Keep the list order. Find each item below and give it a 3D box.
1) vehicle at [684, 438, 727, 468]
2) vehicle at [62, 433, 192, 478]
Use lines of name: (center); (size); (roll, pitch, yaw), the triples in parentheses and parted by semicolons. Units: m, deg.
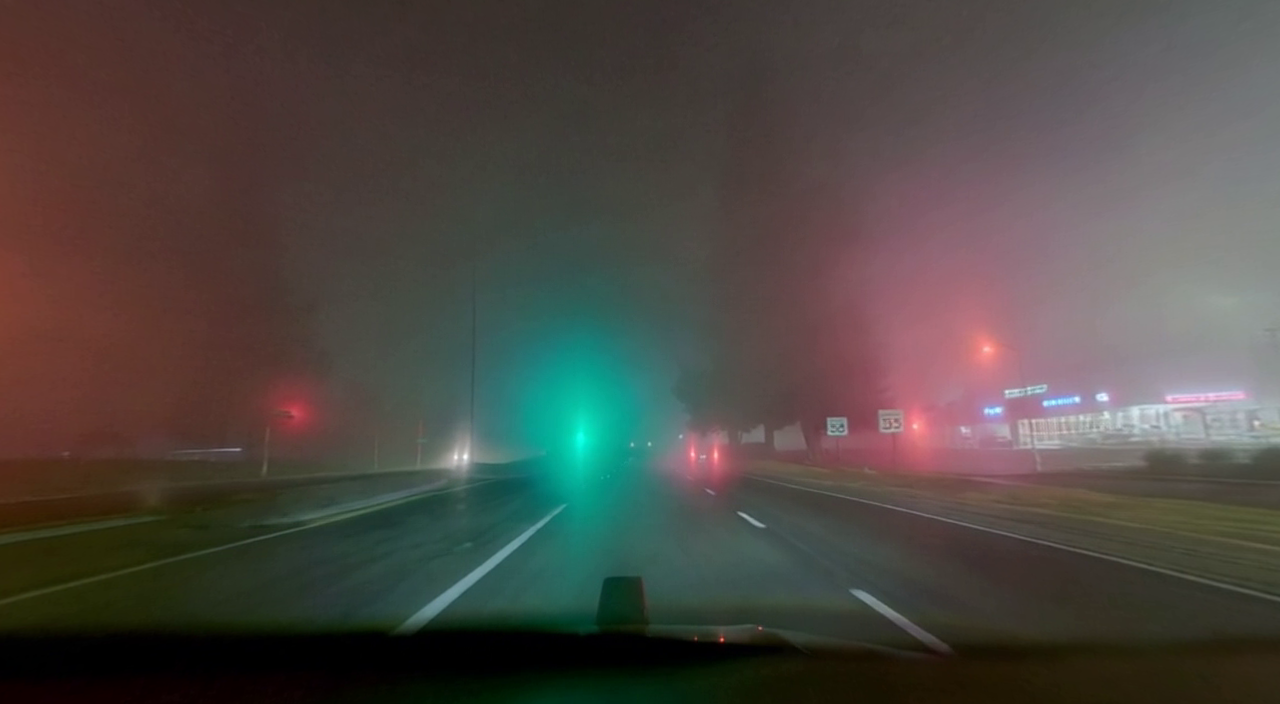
vehicle: (3.828, 5.986, 37.555); (2.007, 1.683, 4.171); (0, -8, -1)
vehicle: (-32.693, 6.595, 40.342); (6.090, 2.737, 2.475); (-1, -8, 1)
